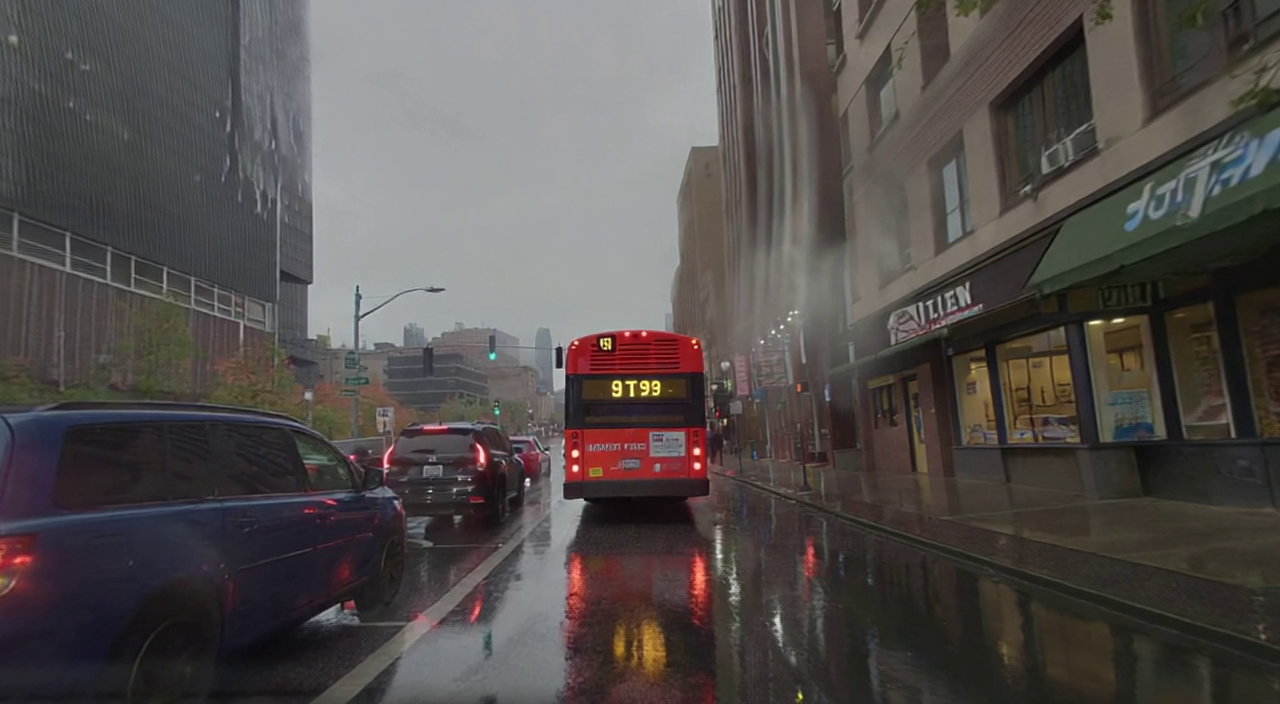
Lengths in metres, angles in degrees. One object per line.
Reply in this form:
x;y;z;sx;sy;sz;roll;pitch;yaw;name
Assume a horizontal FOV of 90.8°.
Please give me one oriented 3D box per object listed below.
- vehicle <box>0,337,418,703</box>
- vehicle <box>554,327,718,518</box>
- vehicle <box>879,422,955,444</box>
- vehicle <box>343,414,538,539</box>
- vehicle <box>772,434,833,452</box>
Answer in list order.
-3.214;1.092;3.982;2.020;1.725;4.384;0;-8;0;vehicle
-0.310;1.987;16.505;2.938;3.468;9.972;0;-9;-3;vehicle
20.685;6.078;47.278;4.827;1.555;1.863;1;-9;-6;vehicle
-3.343;2.198;11.772;2.096;1.828;4.669;0;-8;0;vehicle
11.952;6.734;46.652;3.949;1.337;1.738;0;-9;-3;vehicle
